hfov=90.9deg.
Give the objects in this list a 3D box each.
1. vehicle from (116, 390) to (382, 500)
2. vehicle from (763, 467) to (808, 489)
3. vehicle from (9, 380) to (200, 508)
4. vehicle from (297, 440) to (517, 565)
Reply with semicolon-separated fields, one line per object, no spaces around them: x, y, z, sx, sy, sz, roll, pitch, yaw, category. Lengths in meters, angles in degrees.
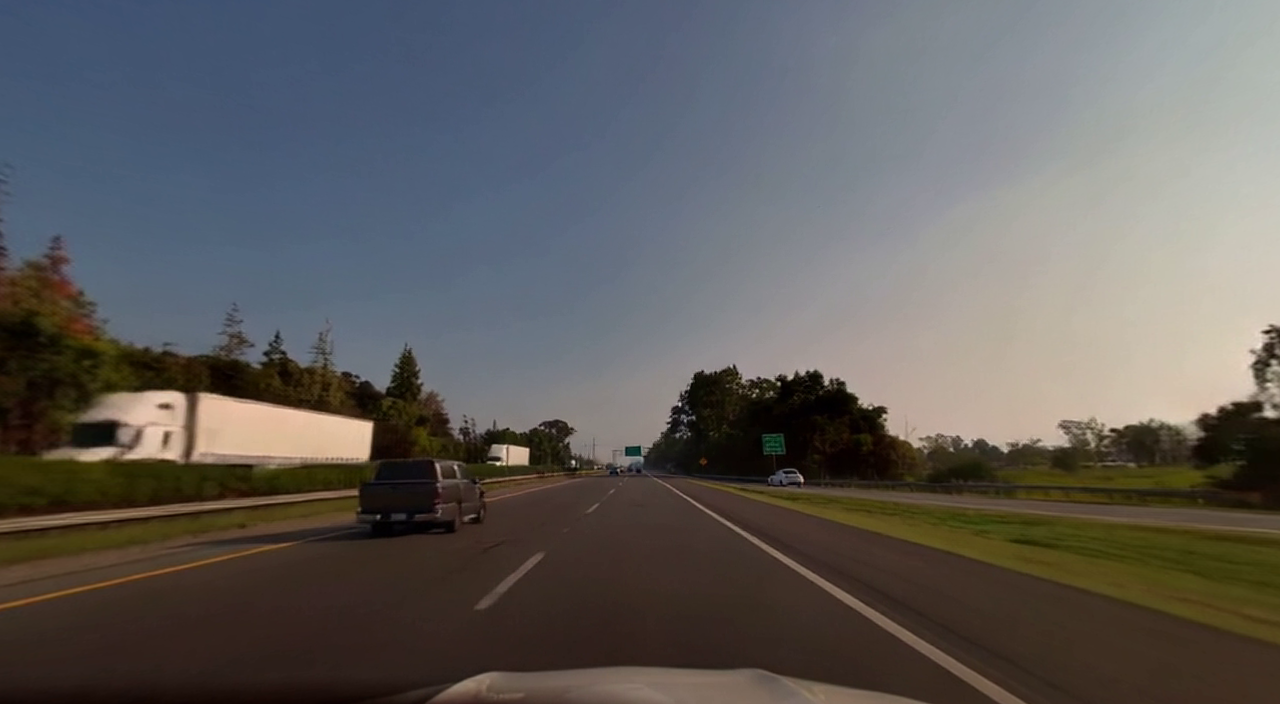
-16.877;4.617;29.667;3.233;3.890;14.257;1;-11;1;vehicle
10.935;9.505;47.642;1.993;1.512;4.314;2;-11;-5;vehicle
-16.883;2.960;20.169;3.162;3.730;2.809;1;-10;0;vehicle
-3.580;2.448;10.826;1.912;1.631;4.672;1;-11;1;vehicle
